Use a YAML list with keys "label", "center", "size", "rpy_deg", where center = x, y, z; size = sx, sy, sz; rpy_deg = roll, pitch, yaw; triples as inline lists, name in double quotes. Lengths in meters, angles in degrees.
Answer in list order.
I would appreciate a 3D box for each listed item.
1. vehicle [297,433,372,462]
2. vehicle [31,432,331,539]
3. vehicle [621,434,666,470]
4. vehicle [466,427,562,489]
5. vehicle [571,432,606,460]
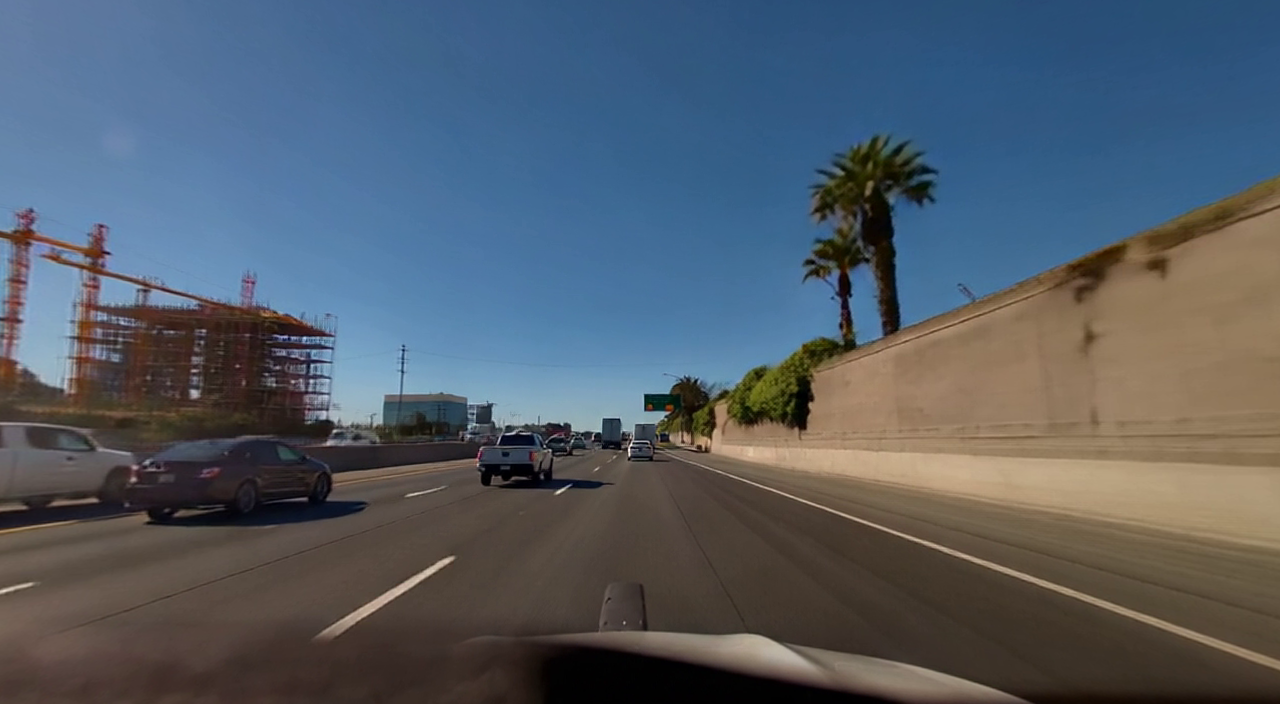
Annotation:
- label: "vehicle"
  center: [-19.473, 6.088, 40.498]
  size: [2.059, 1.710, 5.208]
  rpy_deg: [-1, -8, 3]
- label: "vehicle"
  center: [-7.539, 2.195, 11.101]
  size: [1.949, 1.476, 4.410]
  rpy_deg: [0, -8, 0]
- label: "vehicle"
  center: [0.174, 5.098, 32.253]
  size: [2.136, 1.678, 4.052]
  rpy_deg: [0, -8, 0]
- label: "vehicle"
  center: [-3.893, 3.376, 20.421]
  size: [2.108, 1.740, 4.549]
  rpy_deg: [0, -8, 1]
- label: "vehicle"
  center: [-3.826, 7.136, 48.014]
  size: [2.203, 1.958, 4.848]
  rpy_deg: [0, -8, 1]
